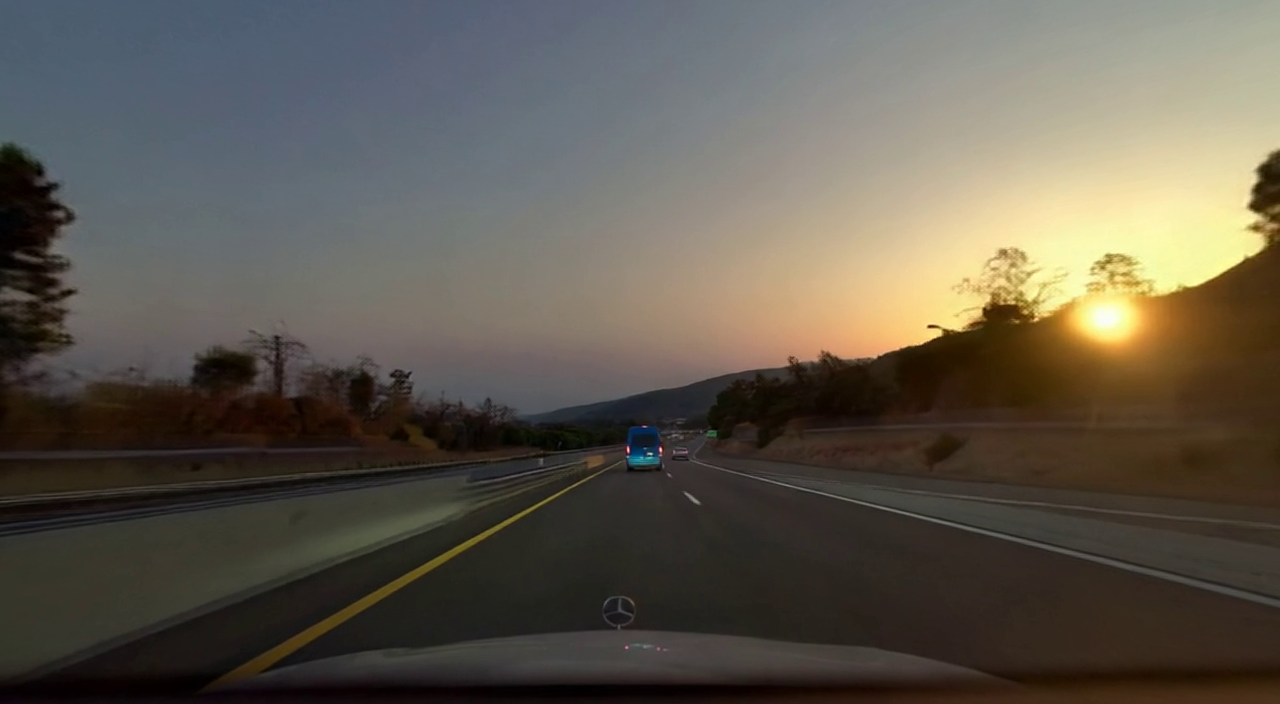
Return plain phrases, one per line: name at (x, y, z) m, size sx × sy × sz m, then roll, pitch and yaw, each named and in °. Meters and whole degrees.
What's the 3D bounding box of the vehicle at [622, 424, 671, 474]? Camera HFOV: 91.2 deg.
vehicle at (0.385, 5.580, 35.979) m, size 2.560 × 2.598 × 5.581 m, roll -1°, pitch -9°, yaw 1°
